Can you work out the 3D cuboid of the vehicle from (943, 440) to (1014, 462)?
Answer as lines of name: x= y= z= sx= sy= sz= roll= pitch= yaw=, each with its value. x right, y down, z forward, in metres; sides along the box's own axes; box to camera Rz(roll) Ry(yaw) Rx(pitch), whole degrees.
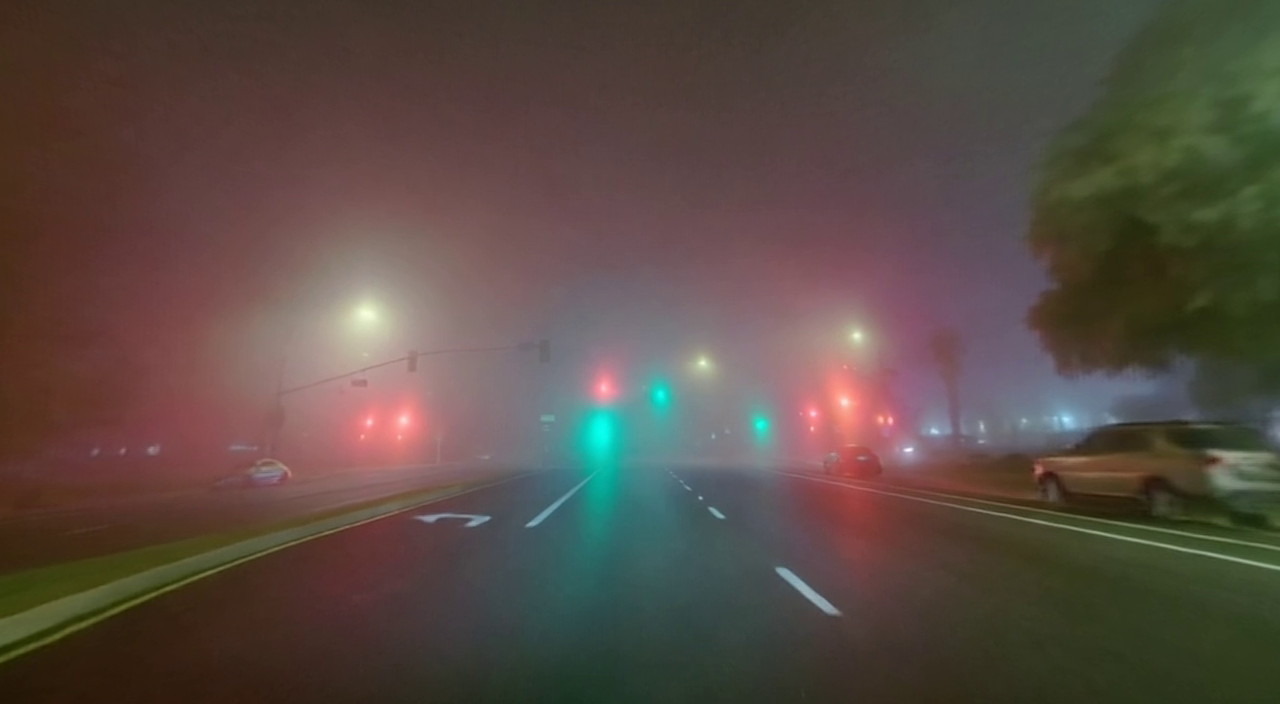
vehicle: x=23.912 y=6.992 z=44.765 sx=3.985 sy=1.474 sz=1.764 roll=0 pitch=-8 yaw=0

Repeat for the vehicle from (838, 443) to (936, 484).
vehicle: x=9.812 y=4.448 z=25.563 sx=1.918 sy=1.483 sz=4.813 roll=0 pitch=-8 yaw=-1

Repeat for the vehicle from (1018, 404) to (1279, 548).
vehicle: x=9.814 y=2.115 z=11.576 sx=2.245 sy=1.983 sz=5.433 roll=0 pitch=-8 yaw=-2

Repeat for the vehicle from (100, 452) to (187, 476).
vehicle: x=-35.519 y=8.010 z=45.237 sx=4.563 sy=1.451 sz=2.046 roll=-2 pitch=-8 yaw=1

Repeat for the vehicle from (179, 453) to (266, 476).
vehicle: x=-29.462 y=7.941 z=44.680 sx=4.692 sy=1.476 sz=1.946 roll=0 pitch=-8 yaw=-2
